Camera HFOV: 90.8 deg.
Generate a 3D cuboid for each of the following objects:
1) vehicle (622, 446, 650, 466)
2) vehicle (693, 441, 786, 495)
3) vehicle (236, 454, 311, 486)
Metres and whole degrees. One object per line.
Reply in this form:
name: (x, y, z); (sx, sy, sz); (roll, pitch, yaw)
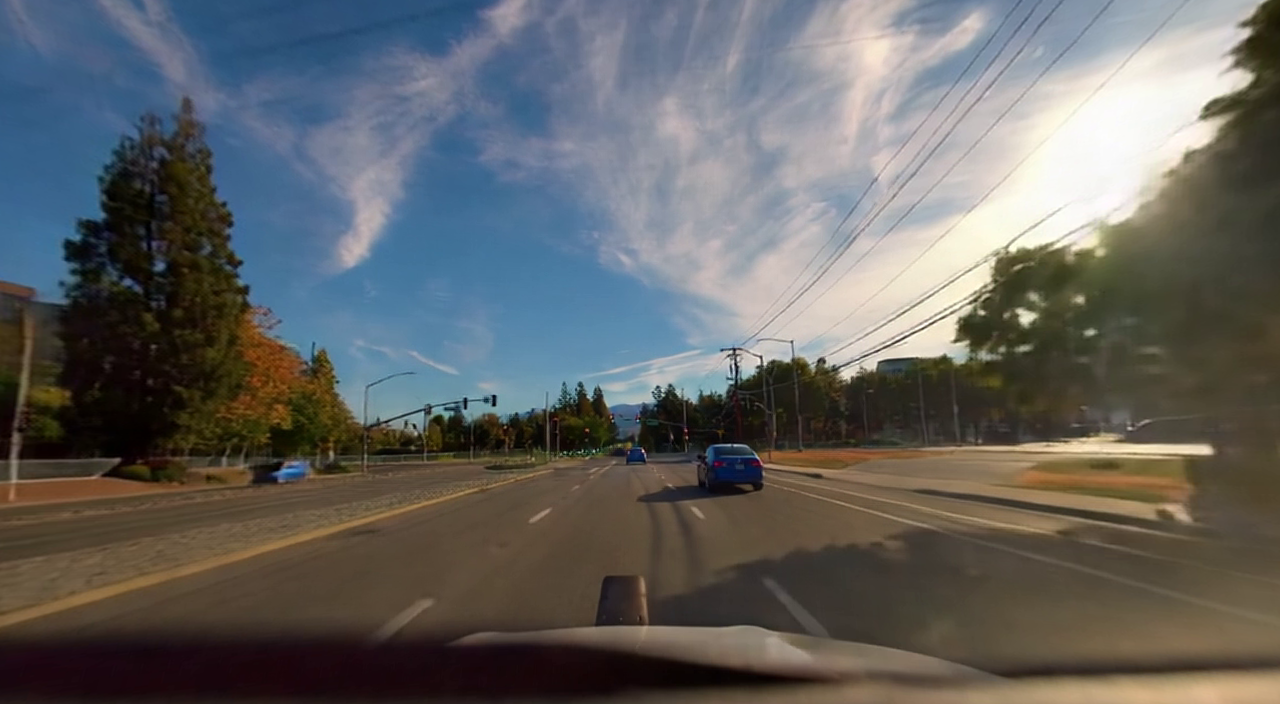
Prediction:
vehicle: (-0.352, 8.122, 49.210); (2.110, 1.466, 3.860); (0, -9, -2)
vehicle: (2.865, 3.464, 19.197); (2.004, 1.448, 4.263); (0, -9, -2)
vehicle: (-22.245, 7.179, 38.616); (1.946, 1.787, 4.469); (0, -9, -1)
